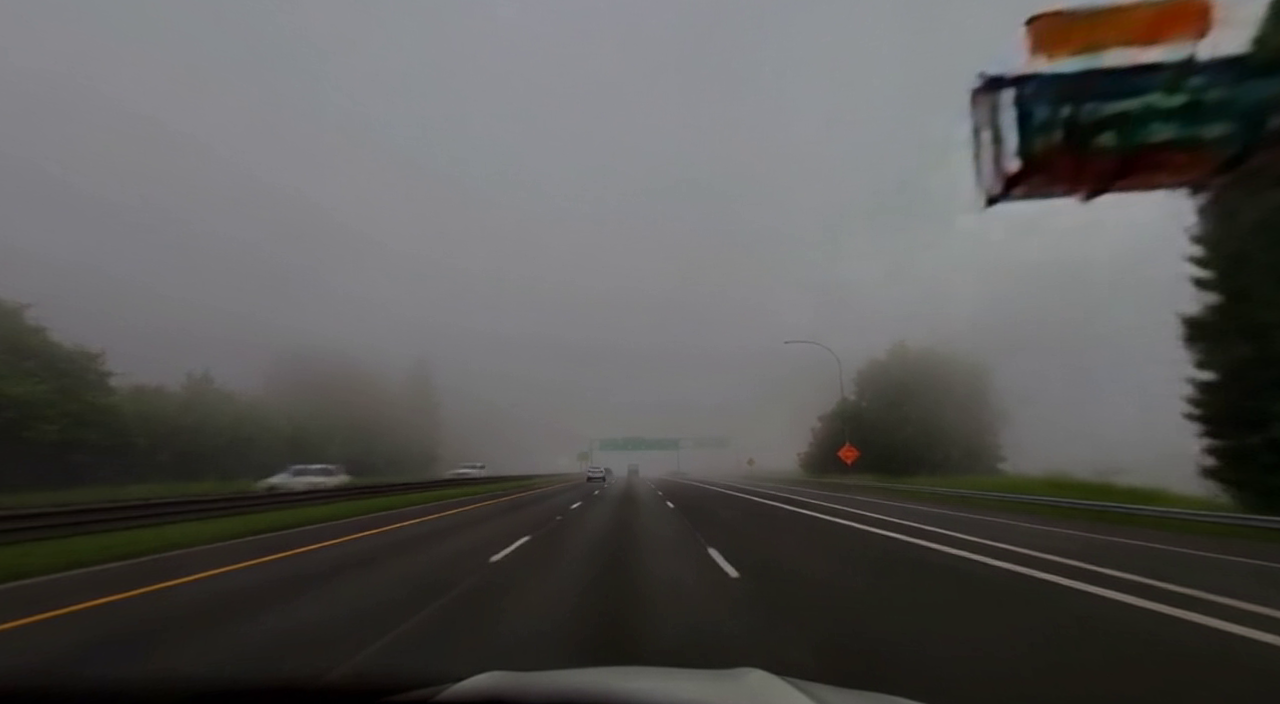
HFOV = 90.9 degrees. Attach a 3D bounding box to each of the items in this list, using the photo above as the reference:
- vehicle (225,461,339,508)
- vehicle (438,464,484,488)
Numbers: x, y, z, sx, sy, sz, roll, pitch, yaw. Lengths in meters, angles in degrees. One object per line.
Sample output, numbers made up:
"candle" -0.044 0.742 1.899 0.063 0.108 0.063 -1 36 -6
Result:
"vehicle" -12.704 4.735 22.676 1.879 1.481 3.672 1 -11 0
"vehicle" -12.268 8.520 43.426 1.864 1.517 4.275 1 -11 1
